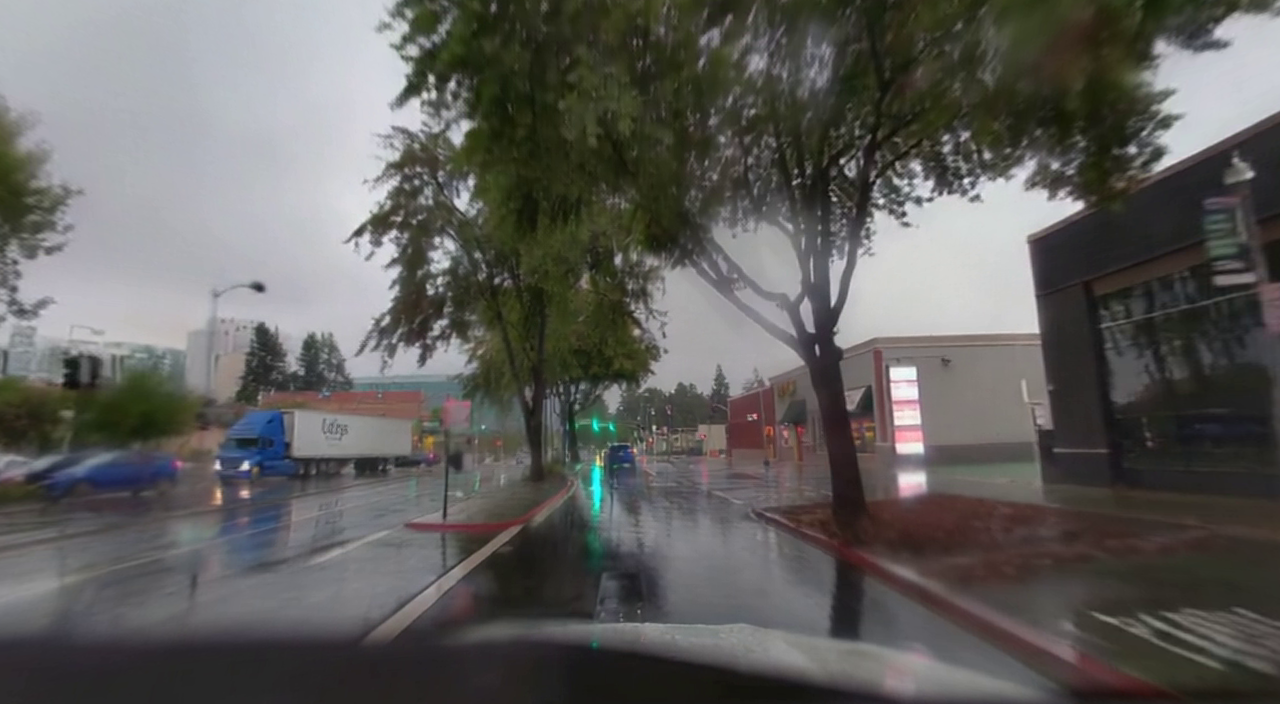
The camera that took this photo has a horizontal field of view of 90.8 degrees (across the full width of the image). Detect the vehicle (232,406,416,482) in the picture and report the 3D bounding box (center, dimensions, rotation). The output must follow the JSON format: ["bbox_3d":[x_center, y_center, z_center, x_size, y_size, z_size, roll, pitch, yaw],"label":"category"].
[{"bbox_3d":[-19.182,5.817,39.904,2.792,4.025,11.784,-3,-9,17],"label":"vehicle"}]

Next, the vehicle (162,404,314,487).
[{"bbox_3d":[-21.182,5.003,33.782,3.045,3.961,6.104,-3,-9,16],"label":"vehicle"}]

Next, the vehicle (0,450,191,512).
[{"bbox_3d":[-17.807,4.097,20.657,2.101,1.721,4.587,-3,-9,18],"label":"vehicle"}]

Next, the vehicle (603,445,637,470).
[{"bbox_3d":[-1.183,6.563,39.553,2.006,1.470,3.799,0,-9,0],"label":"vehicle"}]

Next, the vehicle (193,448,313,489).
[{"bbox_3d":[-18.419,5.521,30.395,1.988,1.762,4.653,-3,-9,17],"label":"vehicle"}]
